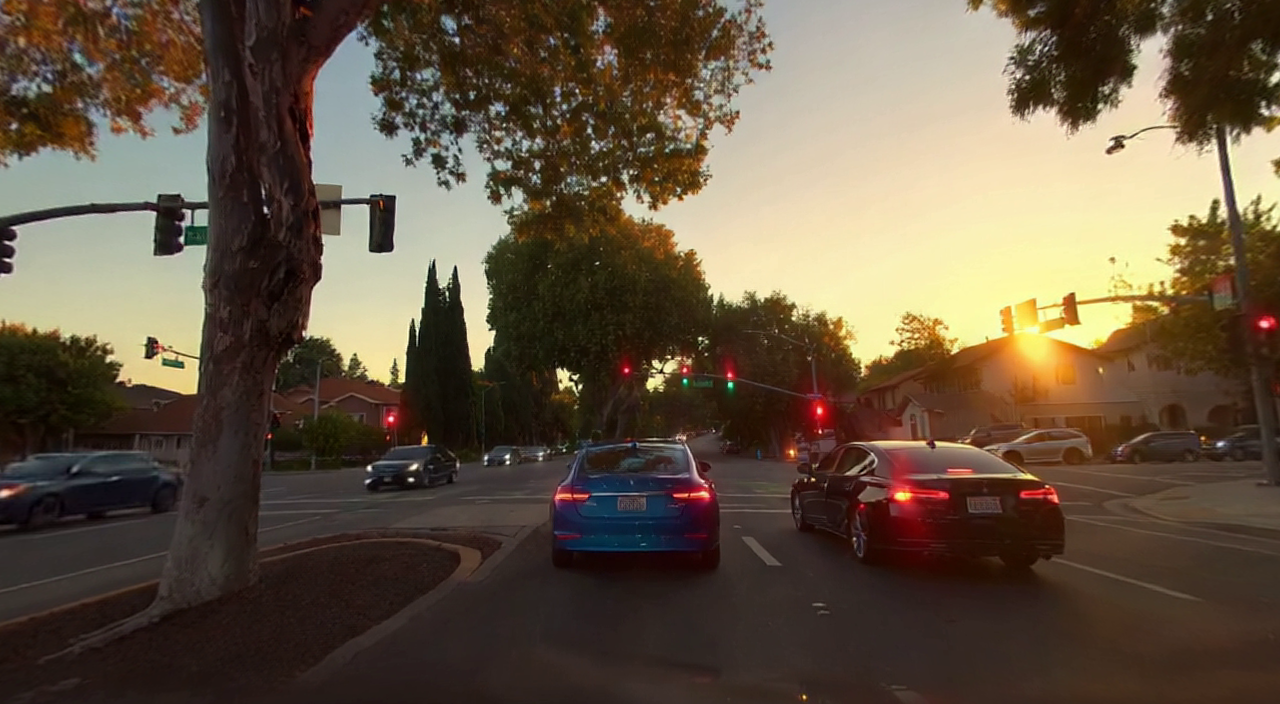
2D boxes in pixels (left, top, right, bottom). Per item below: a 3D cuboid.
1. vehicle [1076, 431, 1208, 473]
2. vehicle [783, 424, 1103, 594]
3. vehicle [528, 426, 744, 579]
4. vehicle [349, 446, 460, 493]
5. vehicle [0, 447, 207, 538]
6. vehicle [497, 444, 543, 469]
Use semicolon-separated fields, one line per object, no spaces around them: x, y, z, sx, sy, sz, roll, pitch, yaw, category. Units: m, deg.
24.003;4.789;30.321;4.520;1.762;2.005;-2;-8;-1;vehicle
3.183;1.715;7.769;1.913;1.505;4.097;0;-8;0;vehicle
-0.056;1.780;8.272;2.103;1.478;4.073;0;-8;0;vehicle
-7.568;3.787;20.804;2.040;1.374;4.150;0;-8;0;vehicle
-11.298;2.651;12.655;2.125;1.476;4.385;0;-8;0;vehicle
-7.524;6.573;40.123;2.003;1.480;4.633;0;-8;0;vehicle
